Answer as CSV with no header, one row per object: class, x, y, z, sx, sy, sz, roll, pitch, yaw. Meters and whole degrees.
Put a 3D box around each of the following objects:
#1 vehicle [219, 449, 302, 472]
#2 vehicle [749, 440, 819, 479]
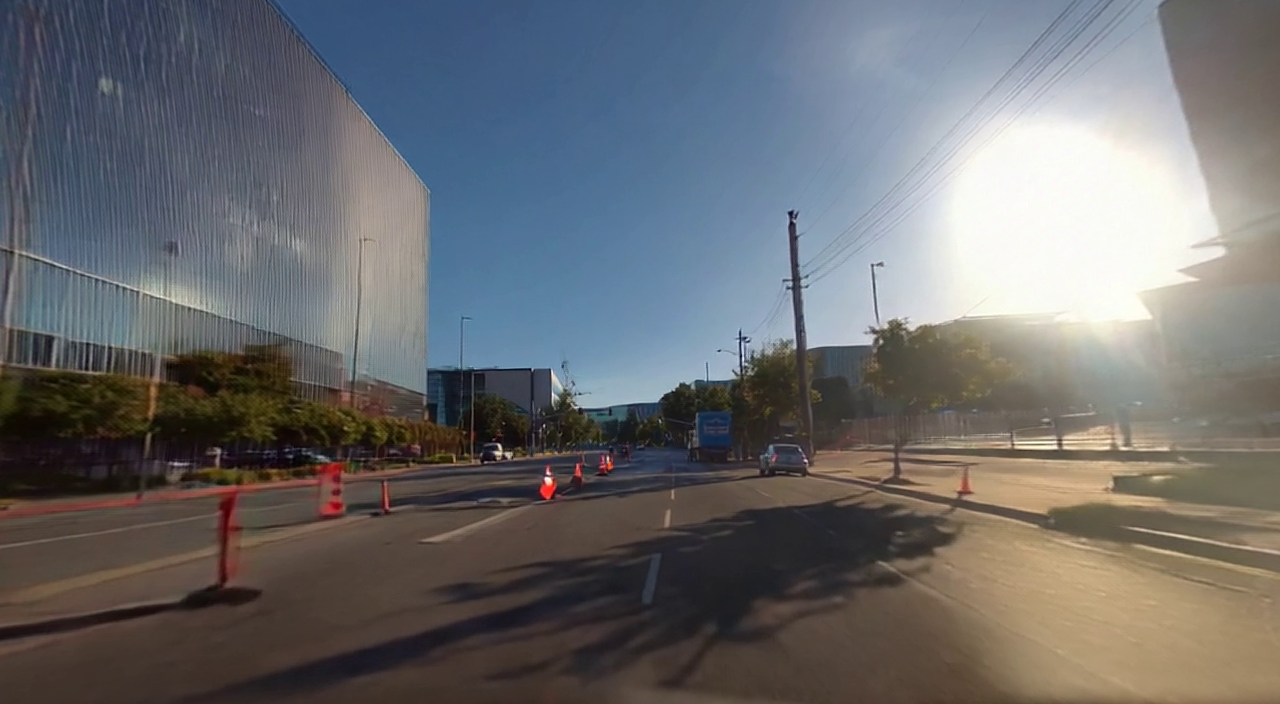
vehicle,-25.268,7.206,42.184,4.237,1.490,1.901,0,-8,-1
vehicle,6.441,4.856,28.861,2.098,1.619,4.433,0,-8,-1
